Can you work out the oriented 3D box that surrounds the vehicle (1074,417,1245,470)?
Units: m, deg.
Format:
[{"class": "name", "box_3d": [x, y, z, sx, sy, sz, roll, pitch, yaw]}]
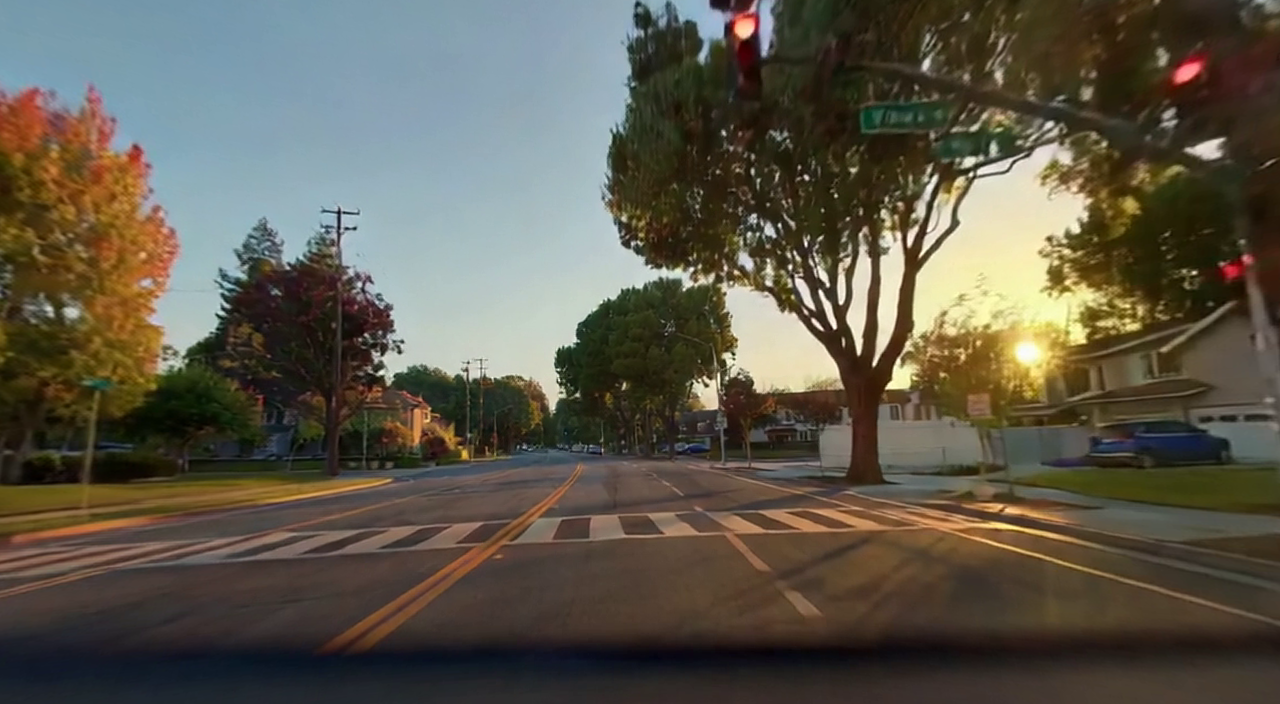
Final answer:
[{"class": "vehicle", "box_3d": [18.484, 3.251, 22.581, 4.631, 1.757, 2.026, 1, -9, -10]}]
